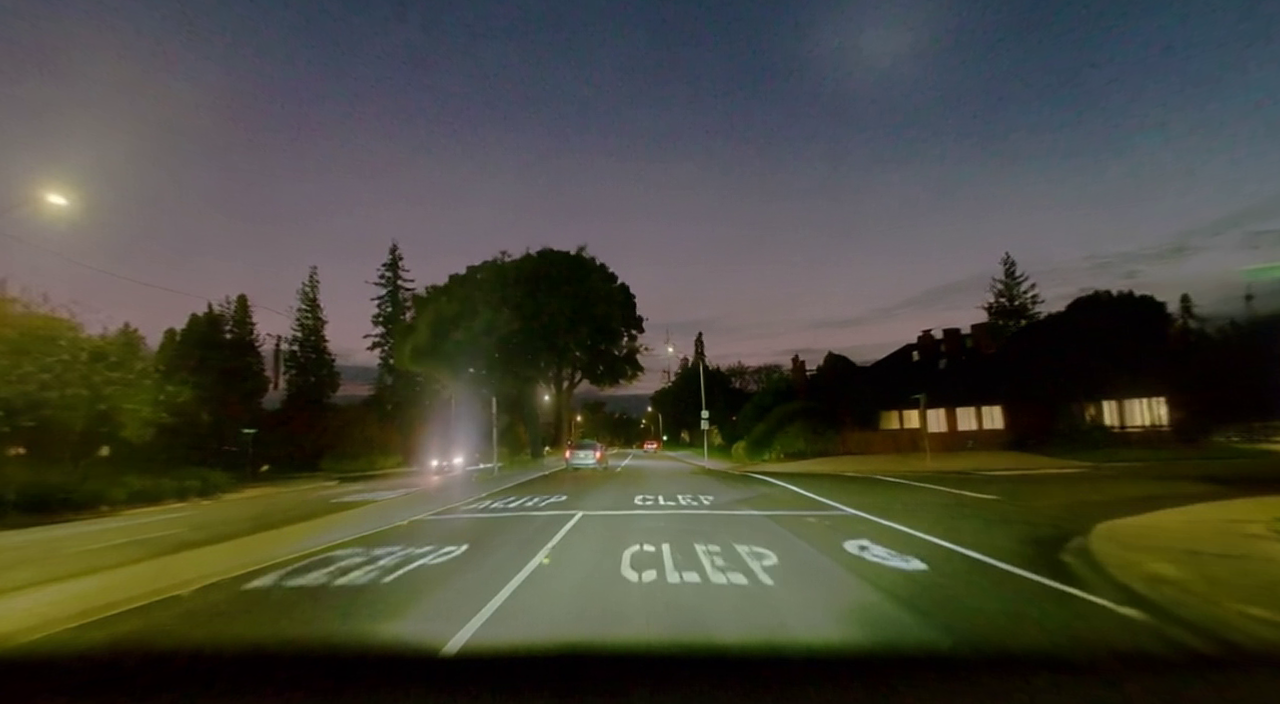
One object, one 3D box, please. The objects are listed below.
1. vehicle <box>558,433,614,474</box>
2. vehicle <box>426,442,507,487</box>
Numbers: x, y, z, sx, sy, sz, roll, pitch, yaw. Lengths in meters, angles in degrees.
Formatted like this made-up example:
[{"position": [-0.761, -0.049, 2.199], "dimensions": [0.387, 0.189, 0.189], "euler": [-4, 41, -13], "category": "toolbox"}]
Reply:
[{"position": [-2.460, 4.800, 30.019], "dimensions": [2.190, 1.766, 4.394], "euler": [0, -8, 1], "category": "vehicle"}, {"position": [-6.380, 4.167, 23.647], "dimensions": [1.972, 1.514, 4.241], "euler": [1, -8, -2], "category": "vehicle"}]
